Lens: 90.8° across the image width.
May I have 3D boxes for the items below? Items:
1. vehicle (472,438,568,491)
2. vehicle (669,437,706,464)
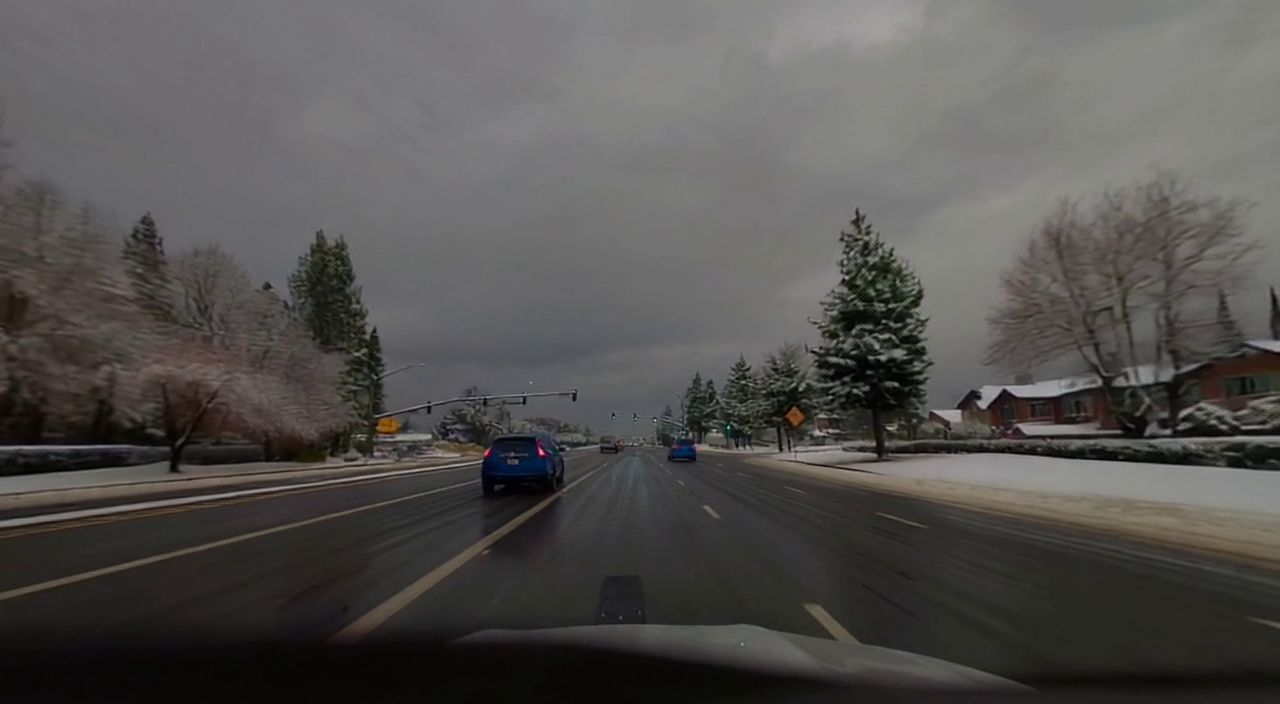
[{"bbox_3d":[-3.627,3.478,19.923,2.112,1.471,4.212,0,-8,1],"label":"vehicle"},{"bbox_3d":[3.064,6.479,41.585,2.072,1.696,4.177,0,-8,-1],"label":"vehicle"}]
